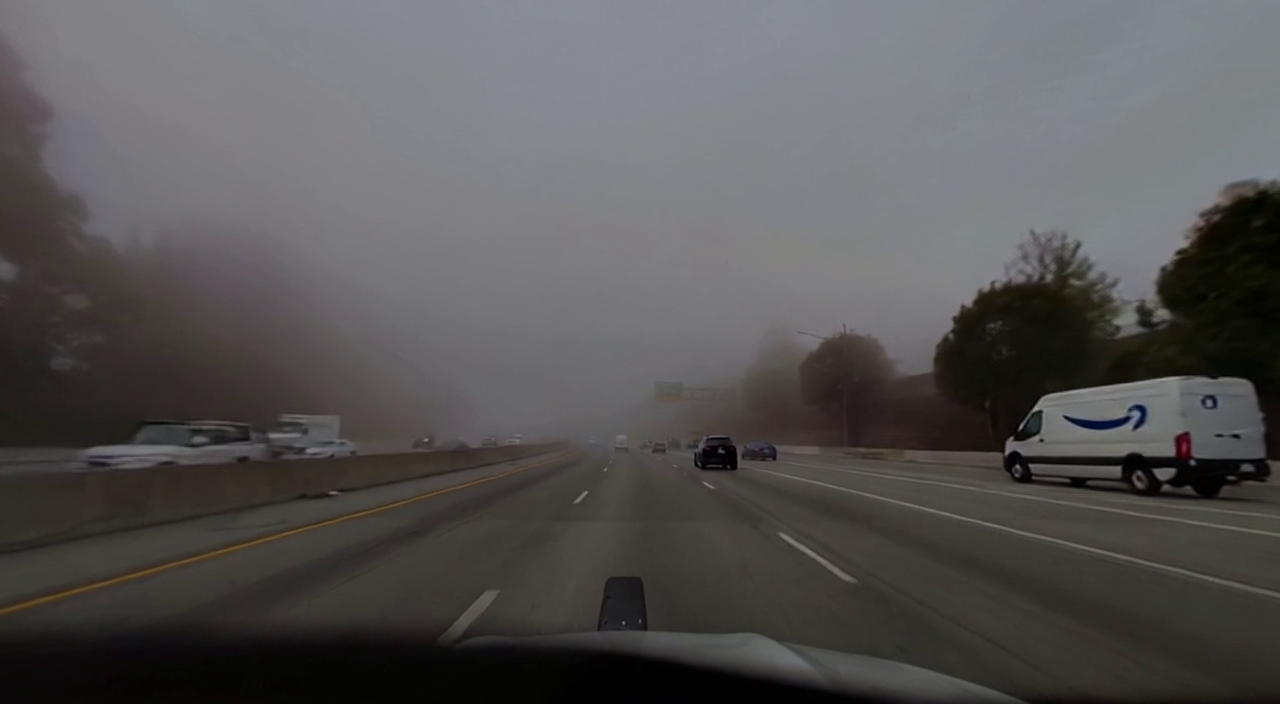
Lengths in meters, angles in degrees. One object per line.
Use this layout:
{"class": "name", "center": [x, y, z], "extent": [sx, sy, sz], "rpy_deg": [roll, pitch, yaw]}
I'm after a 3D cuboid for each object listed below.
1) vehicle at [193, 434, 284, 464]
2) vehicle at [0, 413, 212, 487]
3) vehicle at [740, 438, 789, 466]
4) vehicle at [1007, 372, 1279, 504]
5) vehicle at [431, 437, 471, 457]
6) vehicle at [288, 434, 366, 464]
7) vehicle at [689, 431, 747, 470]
{"class": "vehicle", "center": [-21.691, 5.263, 34.323], "extent": [1.883, 1.491, 4.682], "rpy_deg": [0, -9, -1]}
{"class": "vehicle", "center": [-13.297, 2.422, 15.661], "extent": [2.170, 1.567, 4.506], "rpy_deg": [0, -9, 0]}
{"class": "vehicle", "center": [7.051, 5.716, 36.073], "extent": [1.798, 1.473, 4.077], "rpy_deg": [0, -9, -2]}
{"class": "vehicle", "center": [13.171, 2.338, 16.892], "extent": [2.274, 2.802, 6.802], "rpy_deg": [0, -9, -3]}
{"class": "vehicle", "center": [-14.806, 7.475, 49.664], "extent": [1.859, 1.472, 4.558], "rpy_deg": [0, -9, -1]}
{"class": "vehicle", "center": [-17.323, 5.393, 35.189], "extent": [1.973, 1.505, 4.796], "rpy_deg": [0, -9, -1]}
{"class": "vehicle", "center": [3.731, 4.825, 30.958], "extent": [2.141, 1.732, 4.279], "rpy_deg": [0, -9, -2]}
